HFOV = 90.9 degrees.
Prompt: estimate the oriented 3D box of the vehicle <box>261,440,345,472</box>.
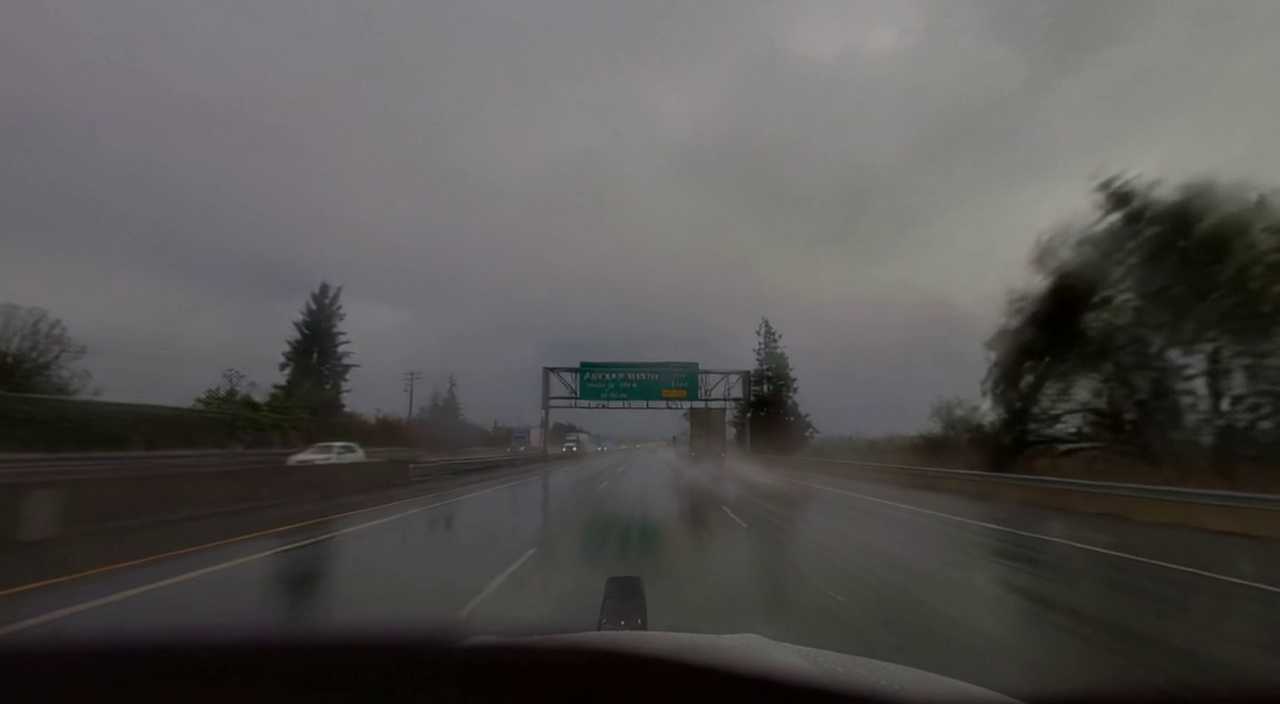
[{"bbox_3d":[-17.502,5.418,33.003,1.874,1.526,4.423,0,-9,1],"label":"vehicle"}]
